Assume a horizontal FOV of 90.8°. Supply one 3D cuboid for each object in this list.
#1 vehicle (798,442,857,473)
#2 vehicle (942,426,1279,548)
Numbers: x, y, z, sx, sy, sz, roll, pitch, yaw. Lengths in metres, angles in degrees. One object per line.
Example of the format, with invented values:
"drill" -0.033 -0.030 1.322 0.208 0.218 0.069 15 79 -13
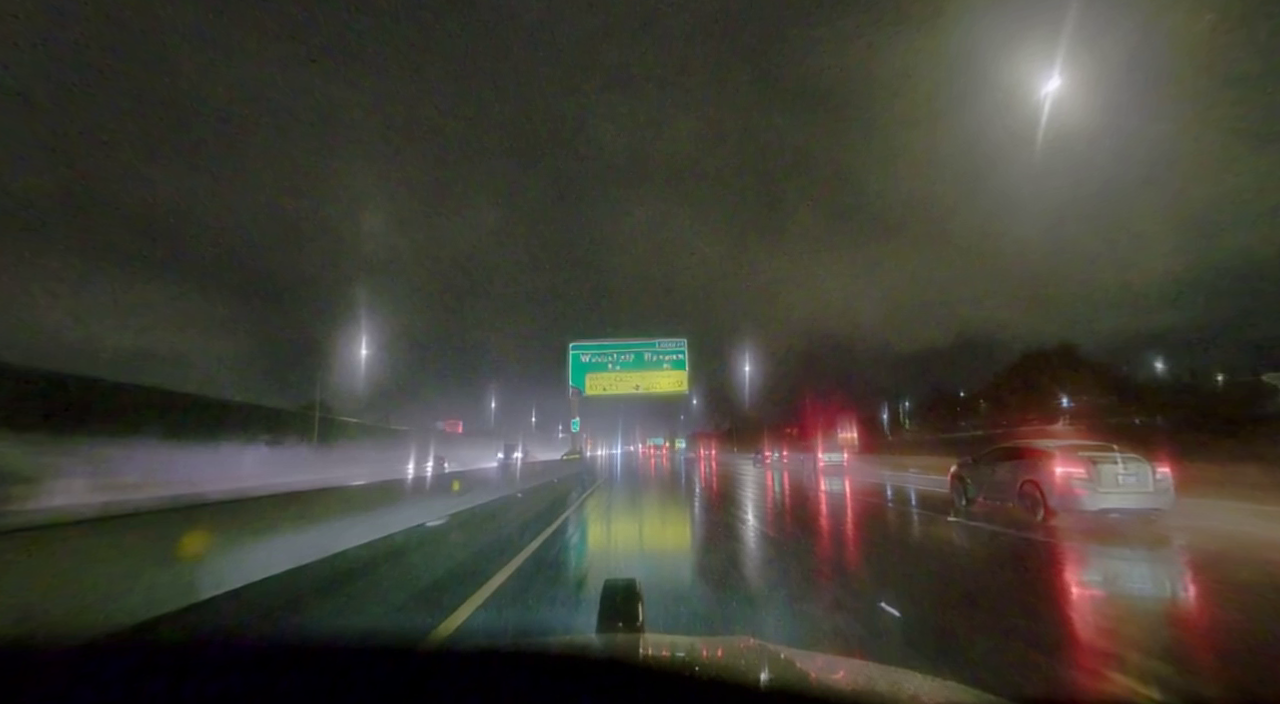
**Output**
"vehicle" 10.978 6.177 37.294 2.068 1.680 4.361 -1 -8 0
"vehicle" 7.207 2.089 10.529 1.901 1.548 4.684 0 -9 -2
